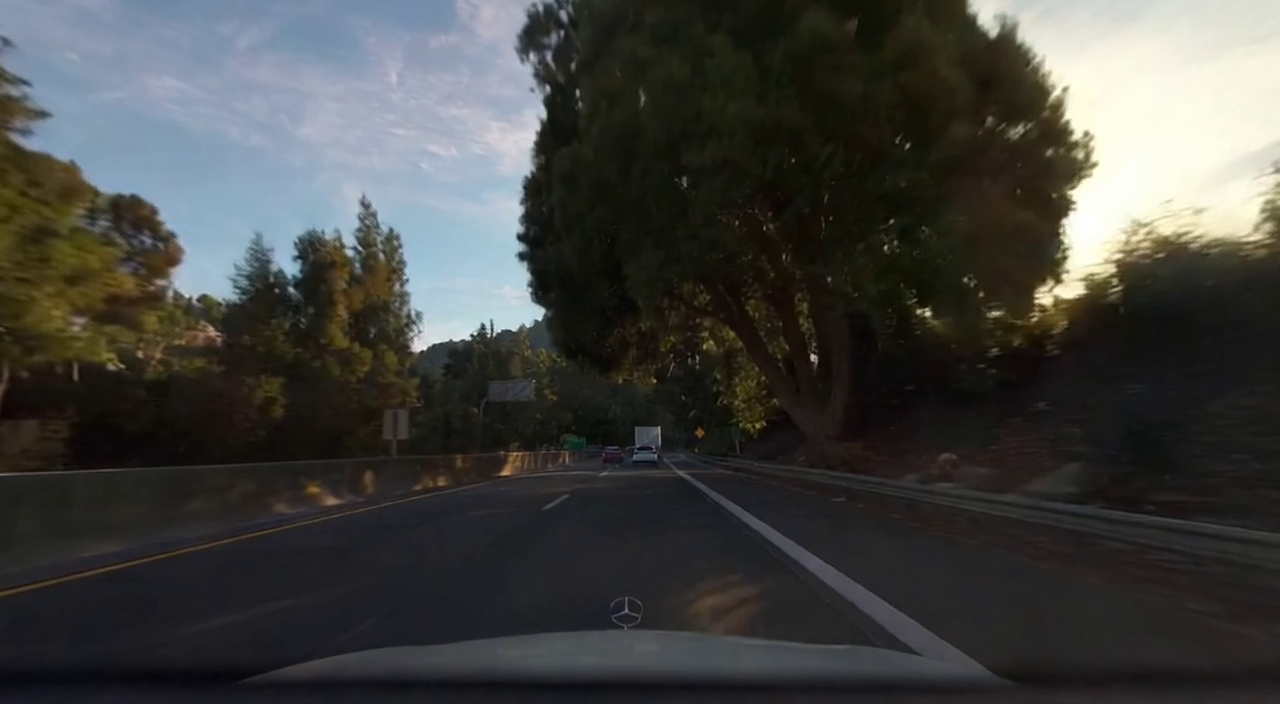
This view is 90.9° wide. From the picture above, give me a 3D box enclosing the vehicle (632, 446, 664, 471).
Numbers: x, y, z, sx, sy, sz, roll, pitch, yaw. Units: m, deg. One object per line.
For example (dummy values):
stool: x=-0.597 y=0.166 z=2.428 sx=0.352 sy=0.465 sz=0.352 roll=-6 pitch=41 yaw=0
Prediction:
vehicle: x=0.508 y=6.785 z=40.384 sx=1.934 sy=1.488 sz=3.832 roll=0 pitch=-9 yaw=0
